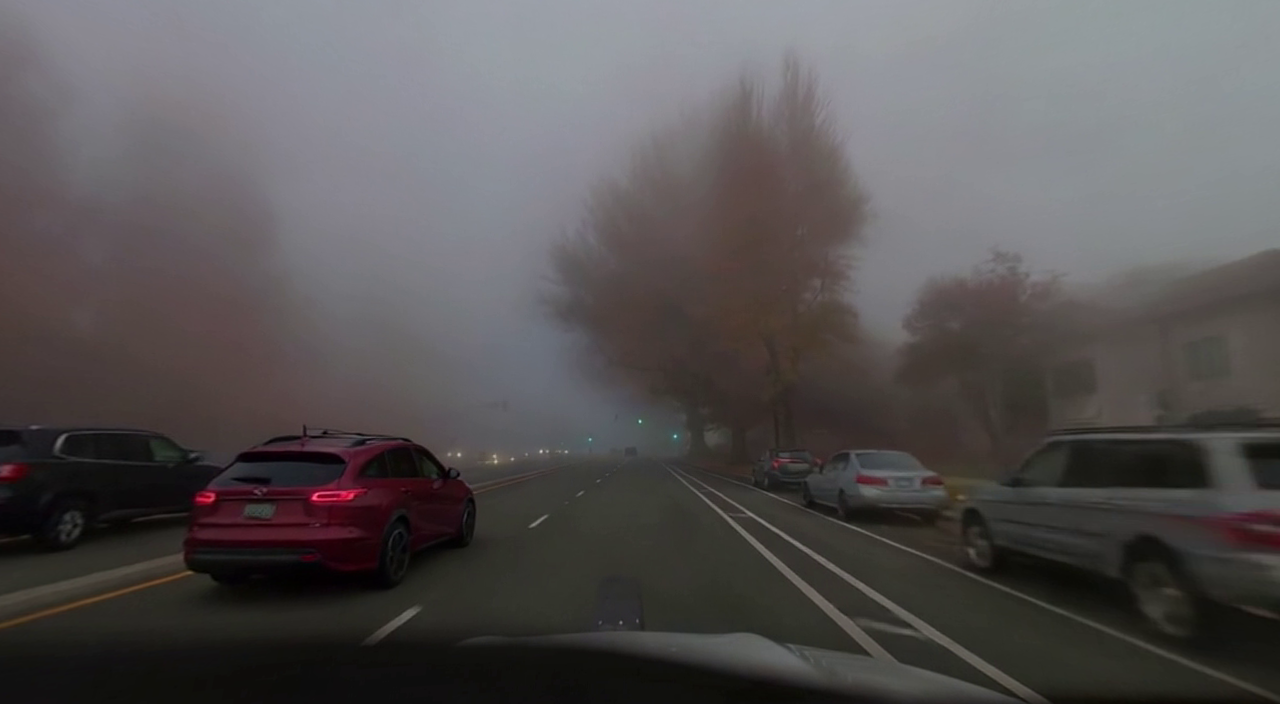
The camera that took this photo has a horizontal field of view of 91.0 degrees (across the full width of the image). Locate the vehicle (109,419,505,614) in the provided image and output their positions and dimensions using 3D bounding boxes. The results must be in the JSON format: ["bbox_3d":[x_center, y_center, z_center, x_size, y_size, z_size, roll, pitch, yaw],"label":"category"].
[{"bbox_3d":[-3.064,1.610,7.161,1.982,1.478,4.465,0,-9,1],"label":"vehicle"}]

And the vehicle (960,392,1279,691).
[{"bbox_3d":[4.687,1.296,4.925,2.014,1.700,4.369,1,-9,0],"label":"vehicle"}]

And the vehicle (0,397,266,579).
[{"bbox_3d":[-7.147,1.592,8.003,2.034,1.711,4.512,1,-9,-1],"label":"vehicle"}]

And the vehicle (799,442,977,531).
[{"bbox_3d":[4.828,2.650,13.134,1.889,1.491,4.614,0,-9,1],"label":"vehicle"}]

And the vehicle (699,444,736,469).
[{"bbox_3d":[4.879,6.685,40.372,1.955,1.499,4.536,0,-9,2],"label":"vehicle"}]
